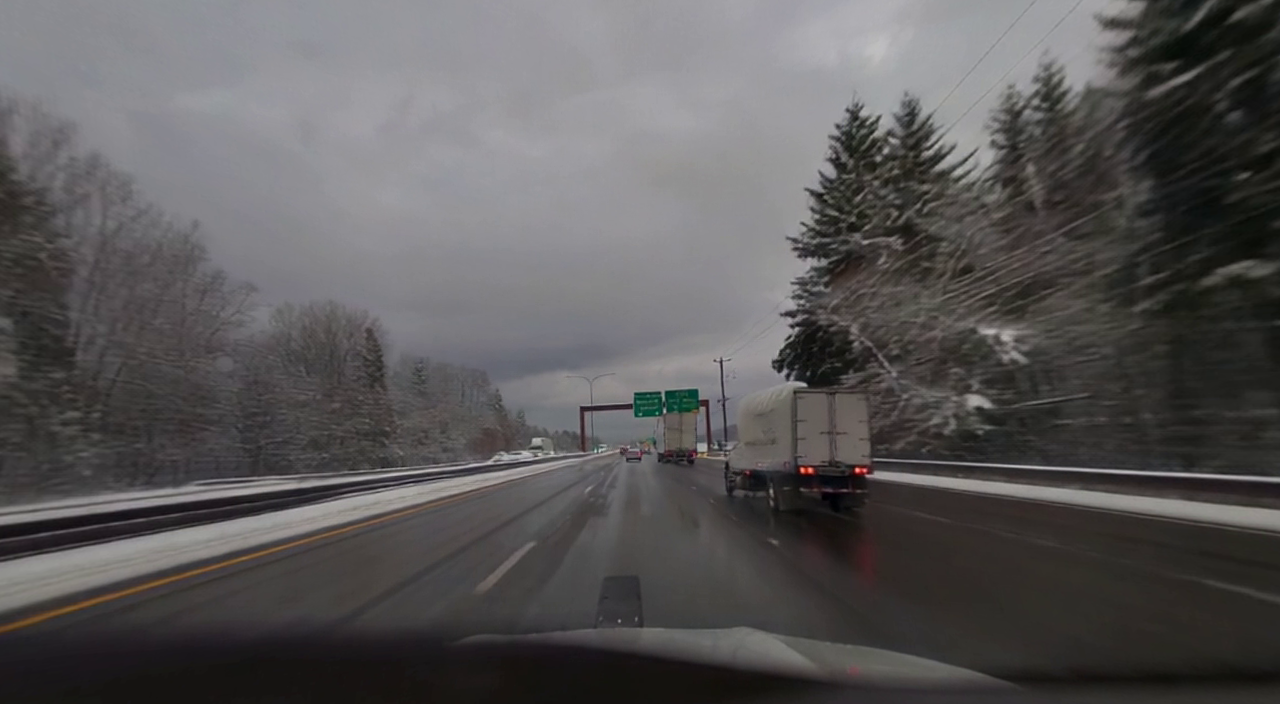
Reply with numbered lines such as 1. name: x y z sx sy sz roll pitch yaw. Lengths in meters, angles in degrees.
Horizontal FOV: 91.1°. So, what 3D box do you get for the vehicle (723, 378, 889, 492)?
1. vehicle: 7.205 4.352 31.720 3.400 4.134 17.388 0 -9 -1
